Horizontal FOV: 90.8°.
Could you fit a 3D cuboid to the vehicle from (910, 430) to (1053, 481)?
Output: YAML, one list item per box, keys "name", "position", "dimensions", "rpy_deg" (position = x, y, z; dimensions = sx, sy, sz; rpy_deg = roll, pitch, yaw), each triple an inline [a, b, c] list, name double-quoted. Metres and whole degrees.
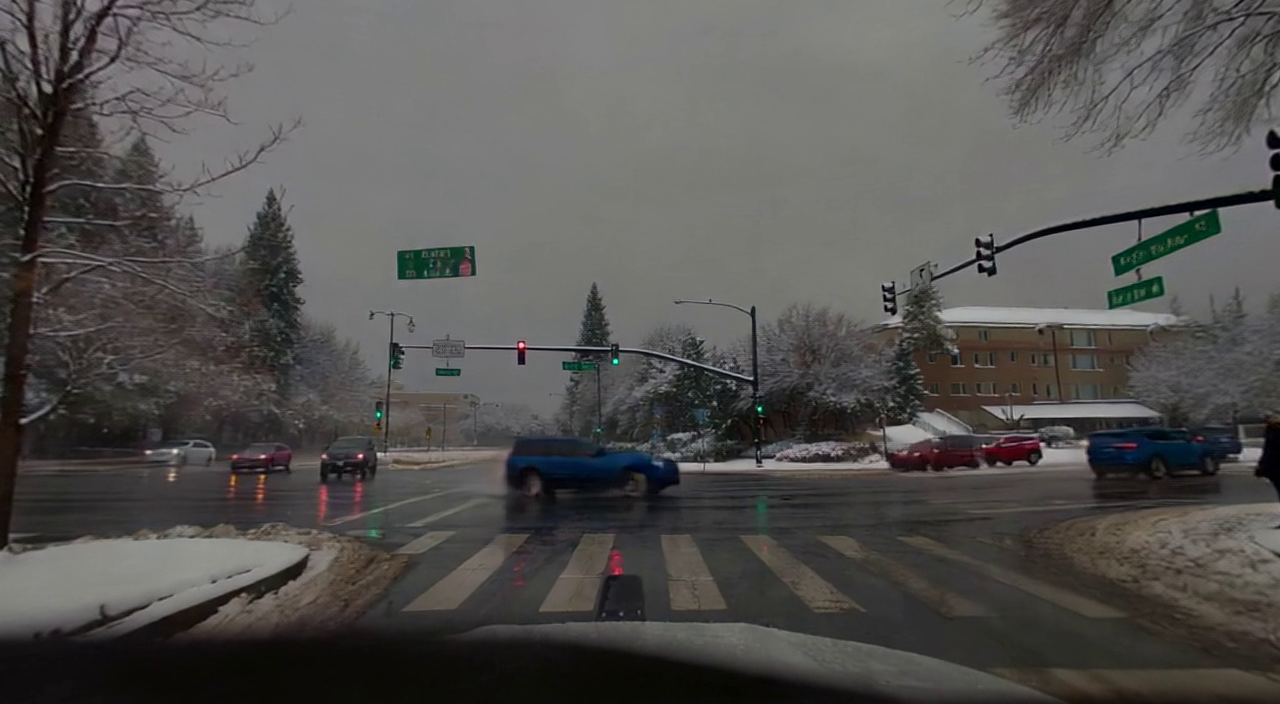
- name: "vehicle"
  position: [13.001, 3.918, 24.091]
  dimensions: [4.742, 1.762, 2.180]
  rpy_deg: [3, -9, -22]

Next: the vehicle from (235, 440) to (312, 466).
- name: "vehicle"
  position: [-27.992, 7.701, 48.568]
  dimensions: [2.388, 1.858, 6.056]
  rpy_deg: [0, -8, -2]

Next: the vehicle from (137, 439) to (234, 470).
- name: "vehicle"
  position: [-31.332, 7.081, 43.869]
  dimensions: [2.456, 1.961, 5.978]
  rpy_deg: [0, -8, -3]

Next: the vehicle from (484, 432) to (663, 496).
- name: "vehicle"
  position: [-1.719, 2.959, 16.913]
  dimensions: [4.312, 1.540, 2.007]
  rpy_deg: [-3, -9, 17]

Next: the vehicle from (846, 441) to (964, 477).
- name: "vehicle"
  position: [11.482, 4.621, 27.526]
  dimensions: [4.317, 1.491, 1.896]
  rpy_deg: [1, -9, -11]

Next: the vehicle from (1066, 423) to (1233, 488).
- name: "vehicle"
  position: [15.759, 3.162, 19.545]
  dimensions: [4.509, 1.821, 2.066]
  rpy_deg: [4, -9, -25]
